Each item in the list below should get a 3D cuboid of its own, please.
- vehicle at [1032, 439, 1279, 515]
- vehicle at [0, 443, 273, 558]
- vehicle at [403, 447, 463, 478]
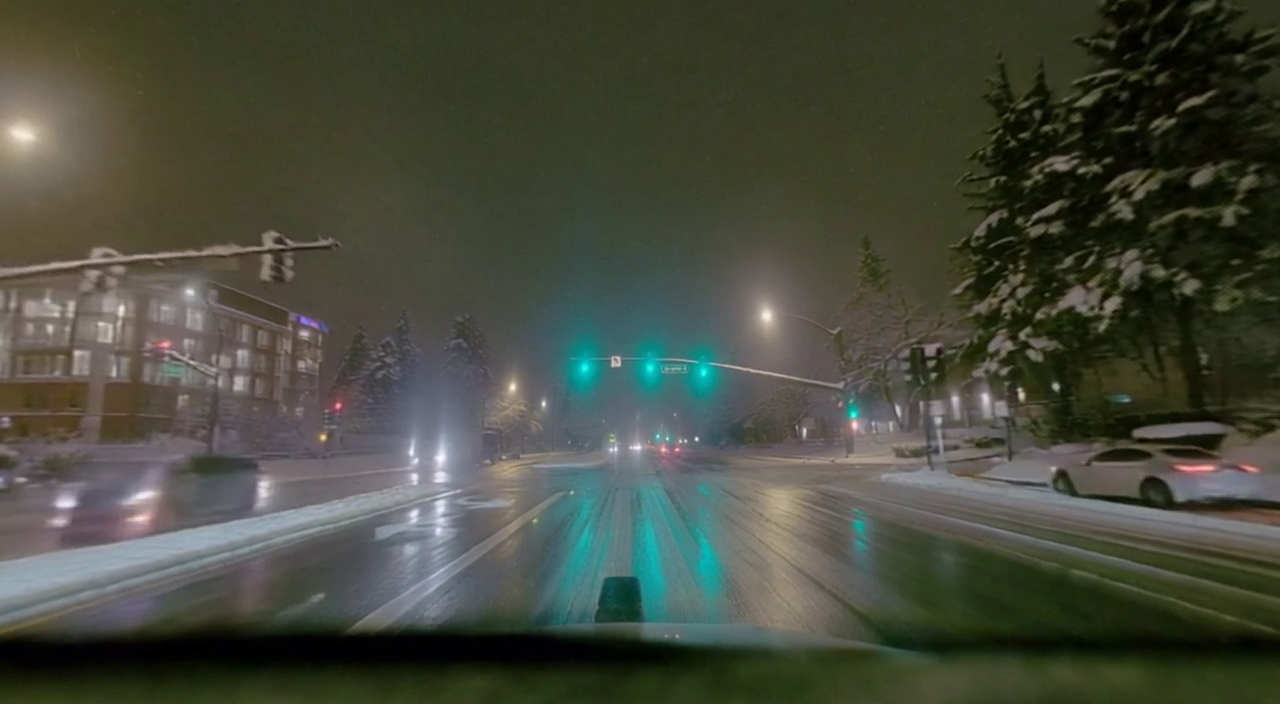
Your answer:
[{"bbox_3d":[11.661,2.792,14.699,1.955,1.455,4.727,0,-9,-1],"label":"vehicle"},{"bbox_3d":[-9.120,2.570,11.723,2.010,1.682,4.346,0,-9,-1],"label":"vehicle"},{"bbox_3d":[-12.424,6.637,38.212,2.030,1.702,4.488,-1,-9,0],"label":"vehicle"}]
